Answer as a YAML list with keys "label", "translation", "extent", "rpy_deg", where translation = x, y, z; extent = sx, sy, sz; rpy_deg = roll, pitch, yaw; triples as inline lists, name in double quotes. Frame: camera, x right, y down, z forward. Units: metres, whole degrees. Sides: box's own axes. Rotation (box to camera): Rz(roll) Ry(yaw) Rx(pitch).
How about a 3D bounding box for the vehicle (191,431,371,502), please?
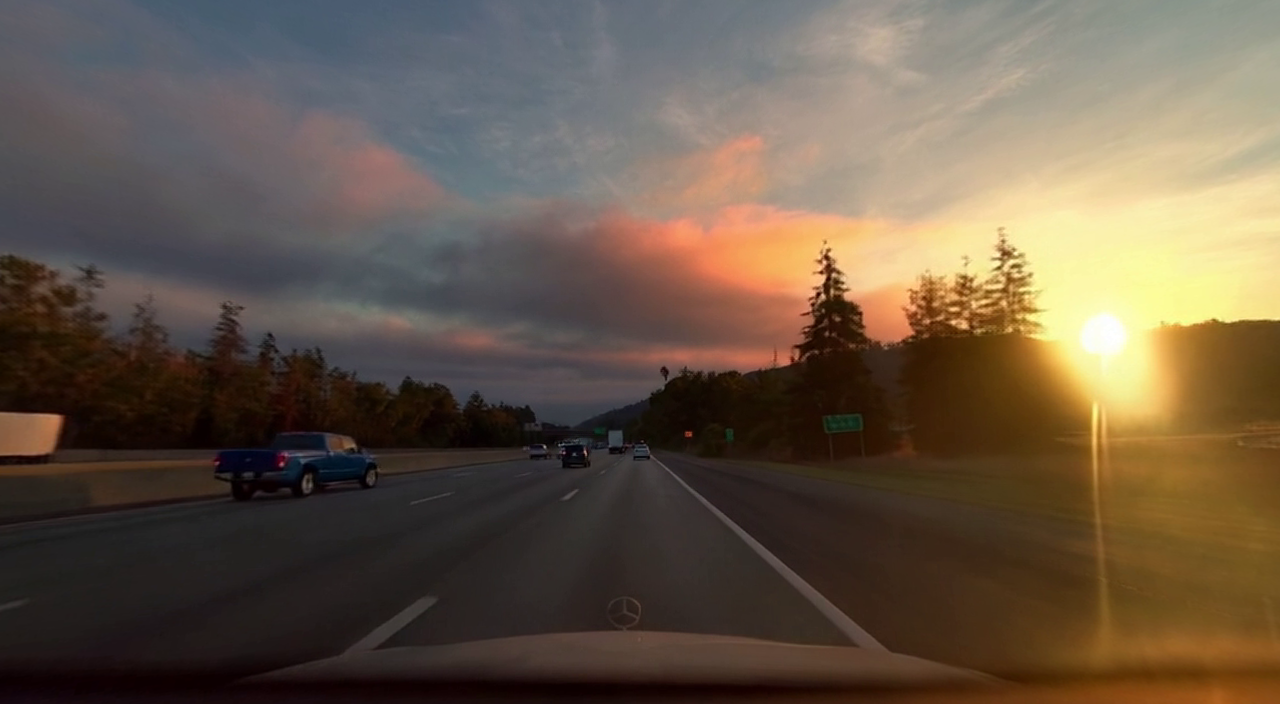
- label: "vehicle"
  translation: [-10.214, 3.297, 18.621]
  extent: [2.146, 1.764, 5.510]
  rpy_deg: [0, -9, -1]

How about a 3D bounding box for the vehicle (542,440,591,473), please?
- label: "vehicle"
  translation: [-3.973, 5.733, 34.646]
  extent: [2.094, 1.695, 4.260]
  rpy_deg: [0, -9, 1]
